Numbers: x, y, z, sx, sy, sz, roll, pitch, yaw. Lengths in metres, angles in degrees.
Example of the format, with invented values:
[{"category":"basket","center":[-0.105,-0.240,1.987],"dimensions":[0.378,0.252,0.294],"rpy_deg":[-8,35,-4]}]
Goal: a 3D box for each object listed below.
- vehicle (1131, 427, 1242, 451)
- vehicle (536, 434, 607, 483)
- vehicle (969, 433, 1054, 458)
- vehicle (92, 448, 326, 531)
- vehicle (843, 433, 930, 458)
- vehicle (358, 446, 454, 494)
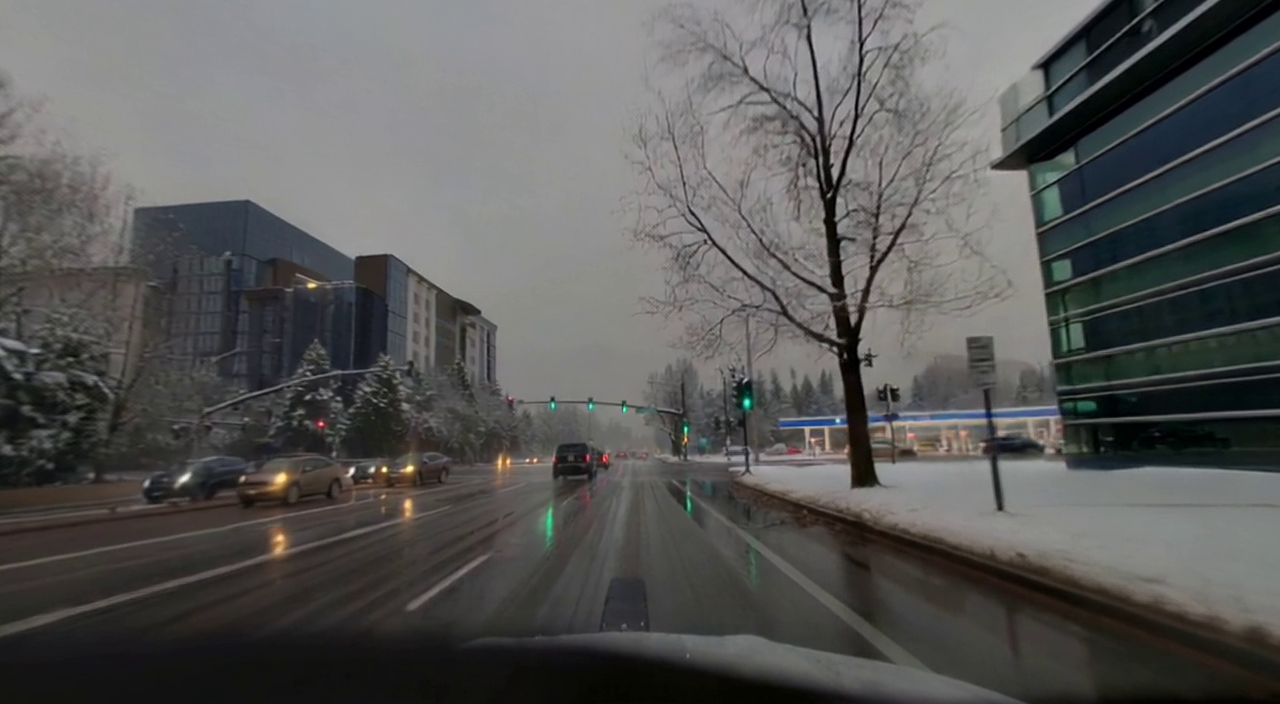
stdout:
[{"category":"vehicle","center":[34.905,5.594,40.431],"dimensions":[4.849,1.399,2.057],"rpy_deg":[-2,-9,17]},{"category":"vehicle","center":[-3.153,5.110,30.592],"dimensions":[2.602,2.091,6.347],"rpy_deg":[-1,-8,2]},{"category":"vehicle","center":[25.580,6.468,43.610],"dimensions":[4.700,1.579,1.823],"rpy_deg":[-4,-9,19]},{"category":"vehicle","center":[-9.460,3.000,14.485],"dimensions":[1.965,1.541,4.718],"rpy_deg":[-1,-8,1]},{"category":"vehicle","center":[18.060,6.869,46.214],"dimensions":[5.708,1.585,2.070],"rpy_deg":[-4,-6,24]},{"category":"vehicle","center":[-9.148,4.615,25.116],"dimensions":[2.068,1.659,4.509],"rpy_deg":[-1,-8,1]}]
